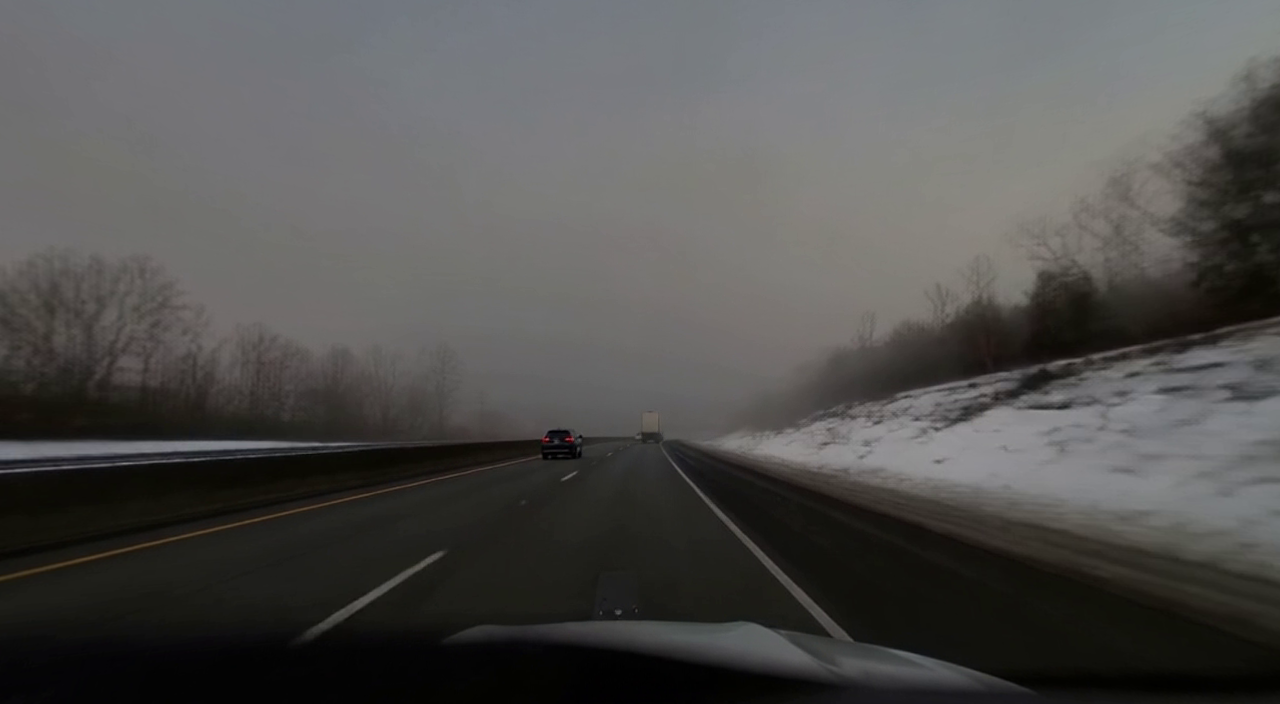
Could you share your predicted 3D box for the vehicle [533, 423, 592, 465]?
[{"bbox_3d":[-3.380,4.089,28.121,2.018,1.678,4.312,0,-8,1],"label":"vehicle"}]
